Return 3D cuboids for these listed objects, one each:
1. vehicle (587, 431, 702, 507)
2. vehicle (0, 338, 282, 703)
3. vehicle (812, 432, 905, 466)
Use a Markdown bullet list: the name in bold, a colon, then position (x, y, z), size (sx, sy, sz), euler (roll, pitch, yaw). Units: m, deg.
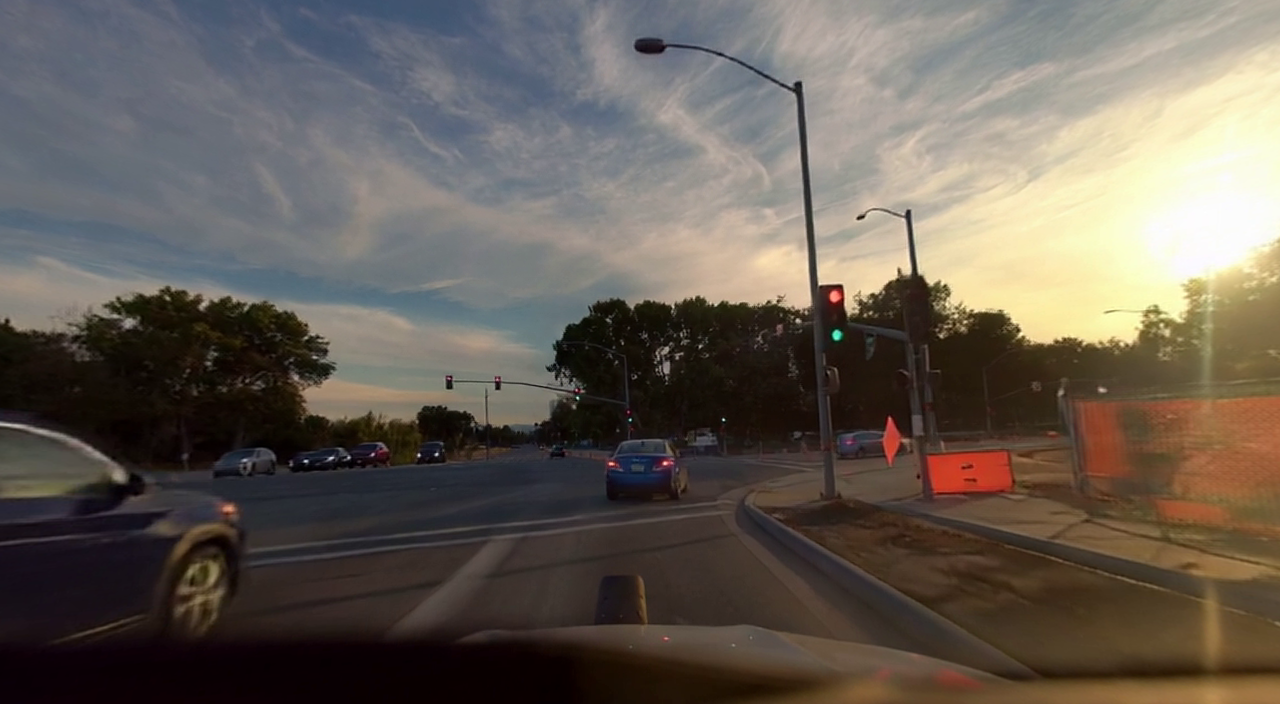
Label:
- **vehicle**: position (0.284, 2.709, 15.039), size (2.183, 1.506, 4.286), euler (-1, -9, 8)
- **vehicle**: position (-4.087, 0.831, 2.646), size (2.240, 1.844, 5.043), euler (0, -9, -1)
- **vehicle**: position (10.259, 4.511, 29.499), size (4.467, 1.477, 1.873), euler (6, -11, -37)
